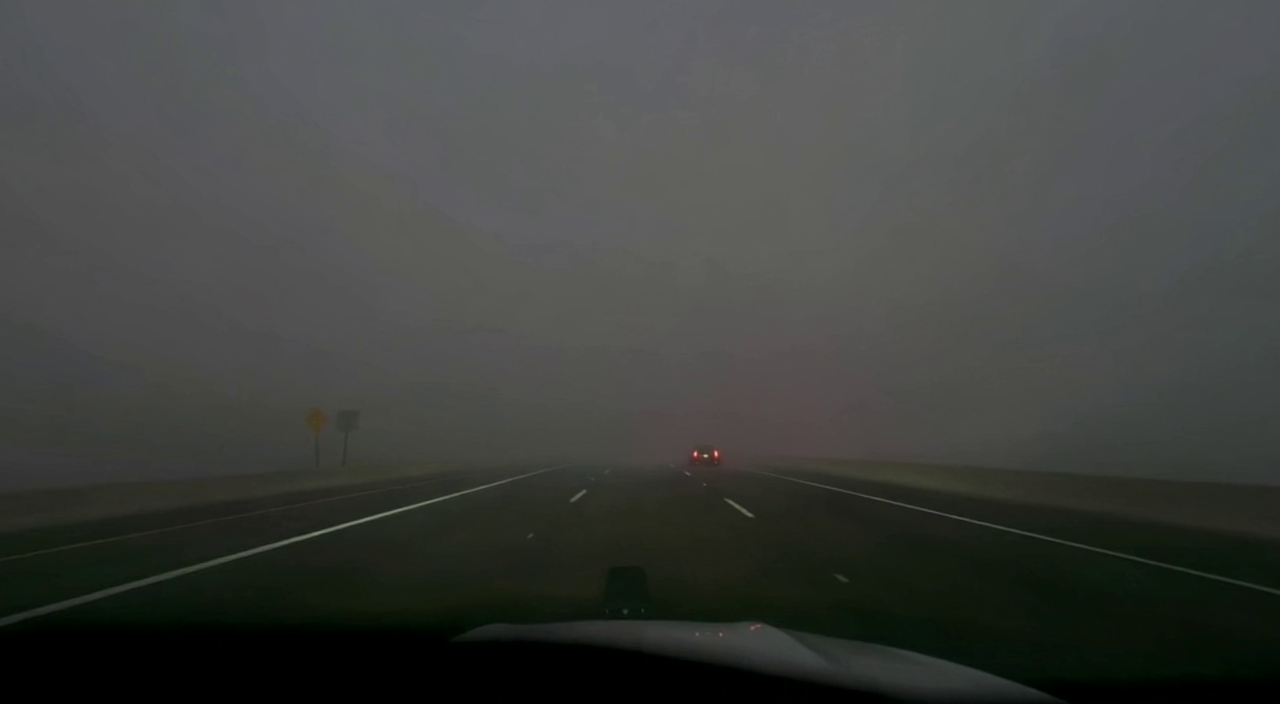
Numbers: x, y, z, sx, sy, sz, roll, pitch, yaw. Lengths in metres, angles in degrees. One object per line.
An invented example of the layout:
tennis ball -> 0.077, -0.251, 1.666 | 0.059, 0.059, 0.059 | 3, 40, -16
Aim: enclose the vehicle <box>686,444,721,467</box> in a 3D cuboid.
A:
vehicle -> 4.353, 7.176, 43.796 | 2.003, 1.520, 4.058 | 0, -8, 0
